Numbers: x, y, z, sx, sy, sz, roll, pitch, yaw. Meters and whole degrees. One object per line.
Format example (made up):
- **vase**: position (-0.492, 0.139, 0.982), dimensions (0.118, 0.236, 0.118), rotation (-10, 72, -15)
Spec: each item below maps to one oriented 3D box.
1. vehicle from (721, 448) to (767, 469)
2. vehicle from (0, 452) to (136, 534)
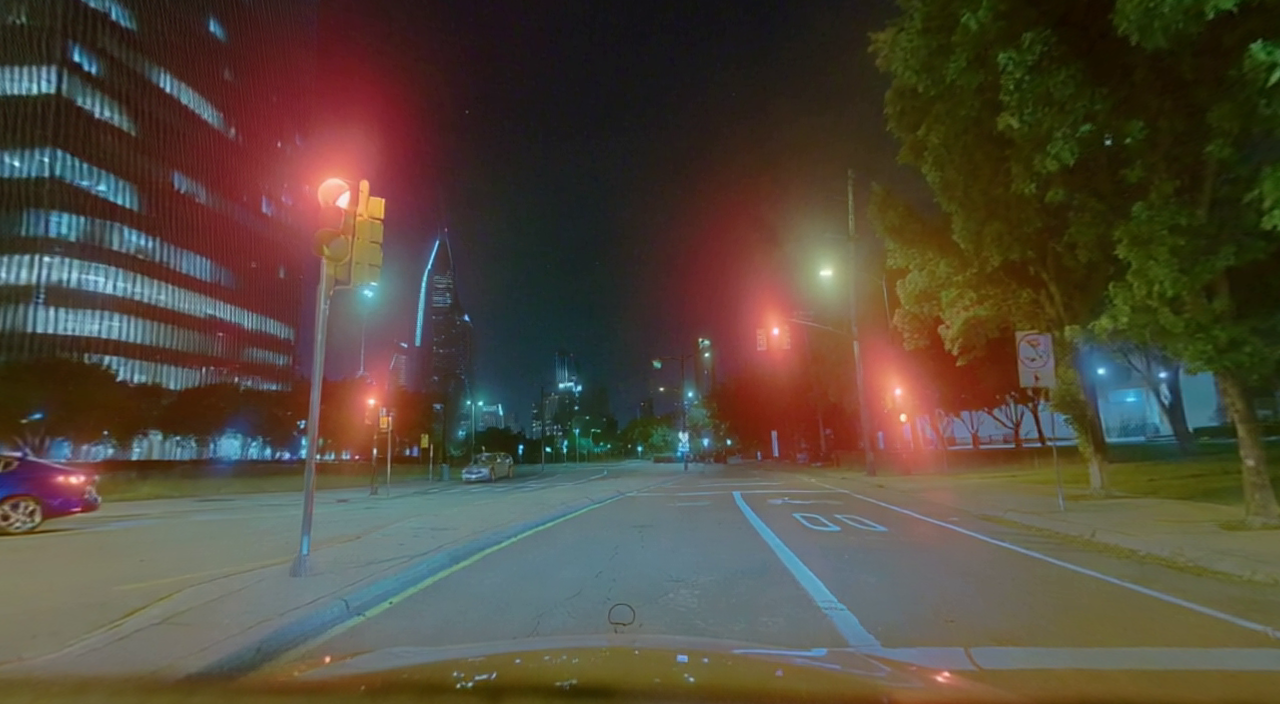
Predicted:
- **vehicle**: position (7.872, 8.119, 48.414), dimensions (1.829, 1.440, 4.384), rotation (2, -9, -14)
- **vehicle**: position (-12.882, 2.719, 12.306), dimensions (4.598, 1.490, 1.816), rotation (7, -11, -40)
